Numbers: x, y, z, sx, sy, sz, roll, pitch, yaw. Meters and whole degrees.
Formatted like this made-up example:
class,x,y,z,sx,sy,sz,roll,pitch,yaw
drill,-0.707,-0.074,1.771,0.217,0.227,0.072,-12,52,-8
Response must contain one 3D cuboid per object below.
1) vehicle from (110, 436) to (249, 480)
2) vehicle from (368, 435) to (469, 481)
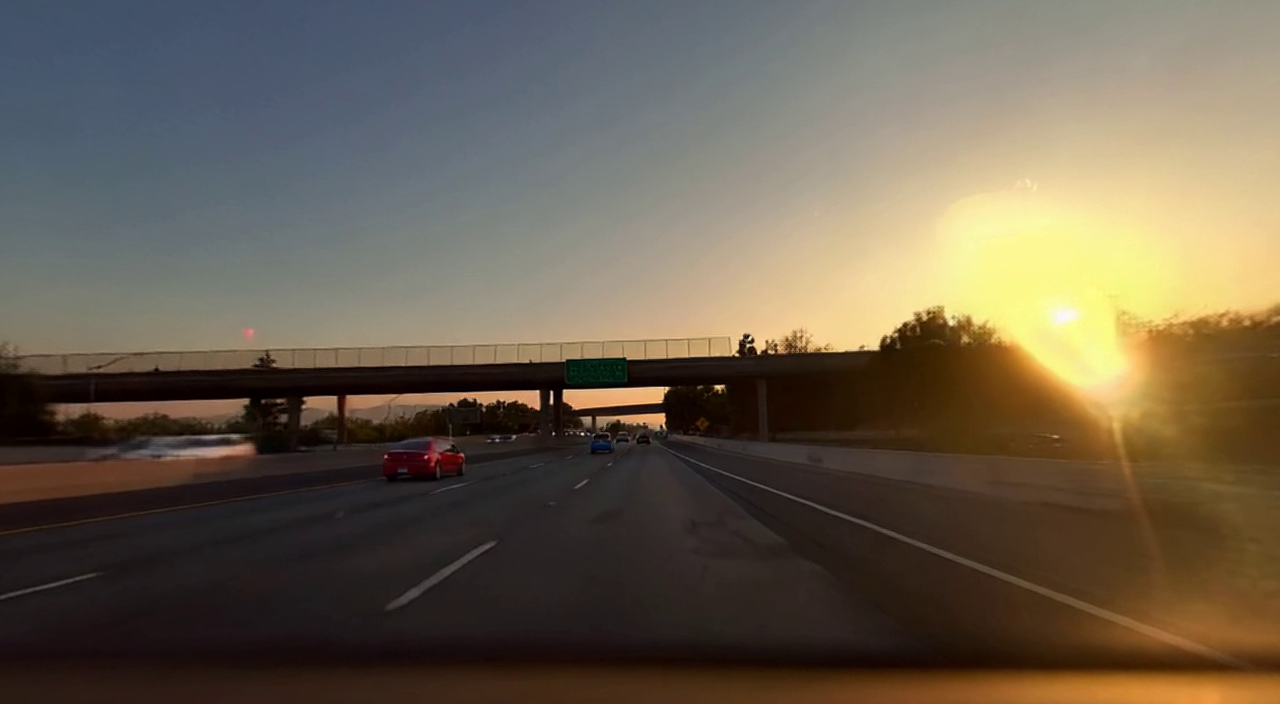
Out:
class,x,y,z,sx,sy,sz,roll,pitch,yaw
vehicle,-17.588,4.057,24.443,1.851,1.529,4.608,0,-8,1
vehicle,-7.704,3.719,22.383,1.987,1.486,4.174,0,-8,1
